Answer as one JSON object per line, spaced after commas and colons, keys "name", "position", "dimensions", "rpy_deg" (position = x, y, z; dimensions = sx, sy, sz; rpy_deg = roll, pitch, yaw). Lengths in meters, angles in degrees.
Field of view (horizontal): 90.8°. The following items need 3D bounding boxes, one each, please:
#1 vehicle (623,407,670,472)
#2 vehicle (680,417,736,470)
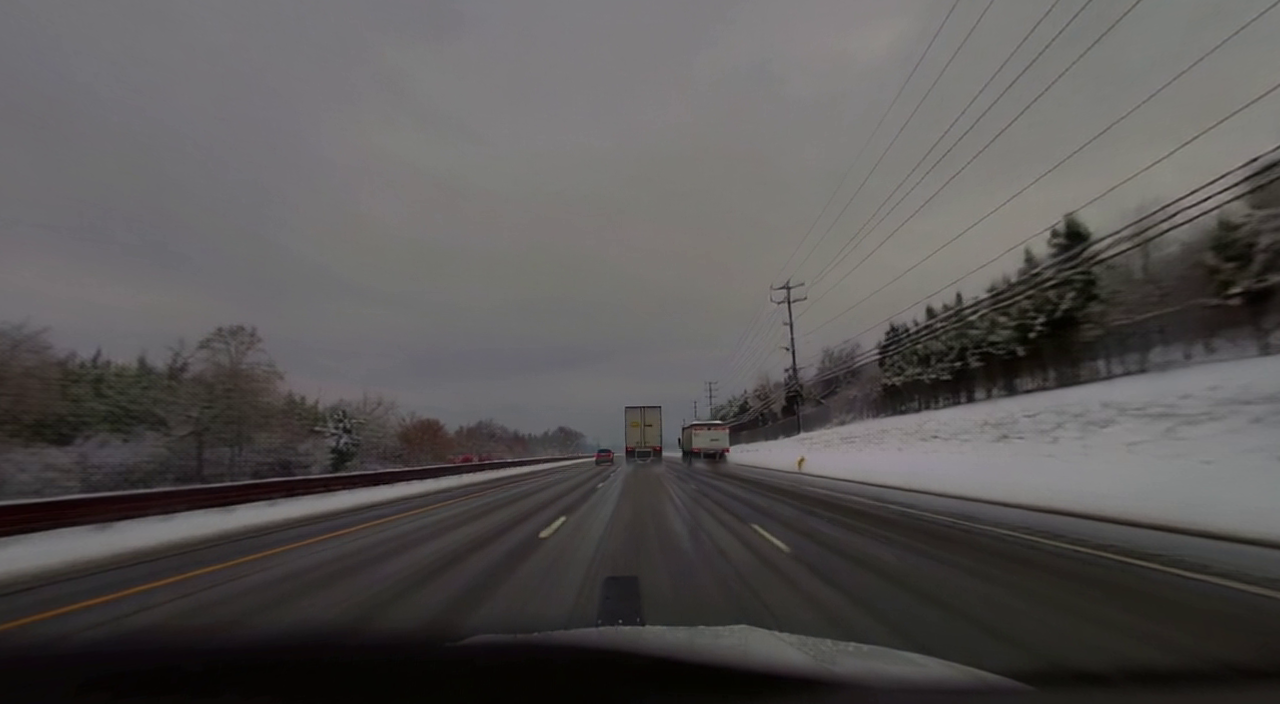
{"name": "vehicle", "position": [0.389, 6.632, 46.895], "dimensions": [2.997, 4.076, 13.224], "rpy_deg": [0, -9, 0]}
{"name": "vehicle", "position": [4.605, 6.513, 44.519], "dimensions": [2.938, 3.378, 8.820], "rpy_deg": [0, -9, 0]}
